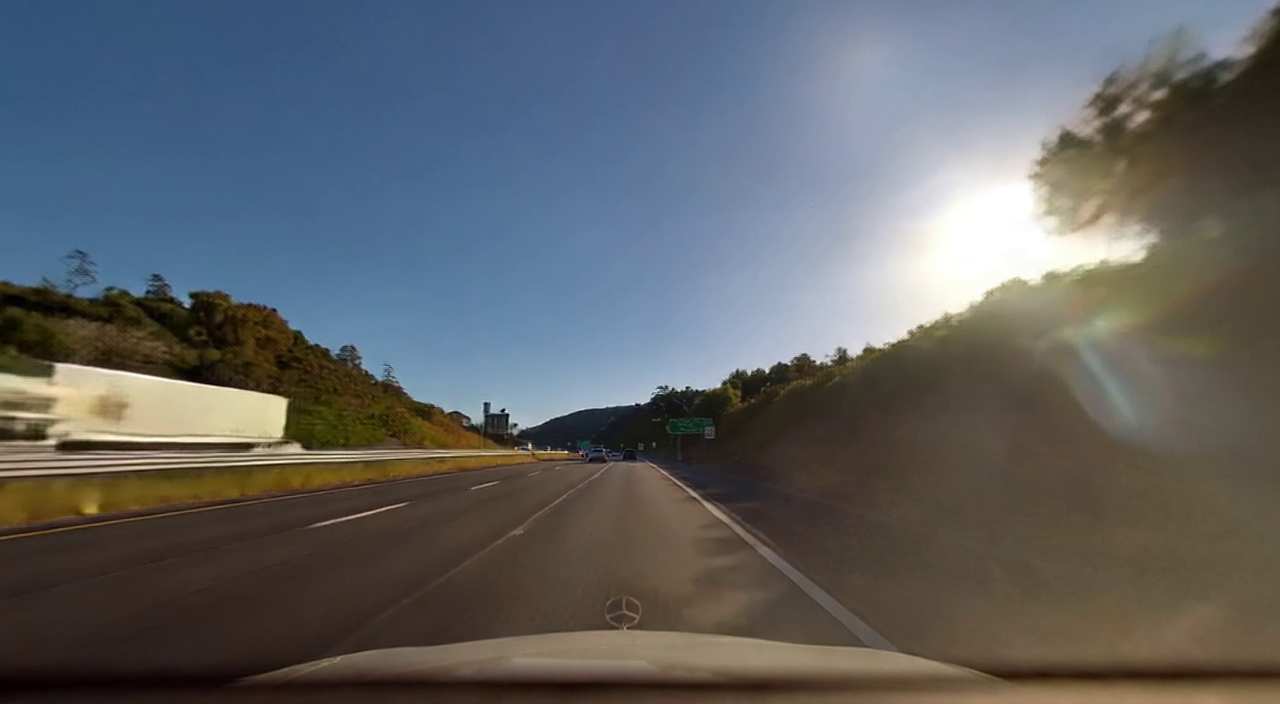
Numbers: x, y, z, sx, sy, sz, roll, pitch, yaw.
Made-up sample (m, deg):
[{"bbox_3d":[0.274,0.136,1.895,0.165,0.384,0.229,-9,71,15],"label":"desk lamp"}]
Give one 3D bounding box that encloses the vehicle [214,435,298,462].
[{"bbox_3d":[-22.747,5.763,37.613,1.999,1.512,4.919,0,-9,-1],"label":"vehicle"}]
